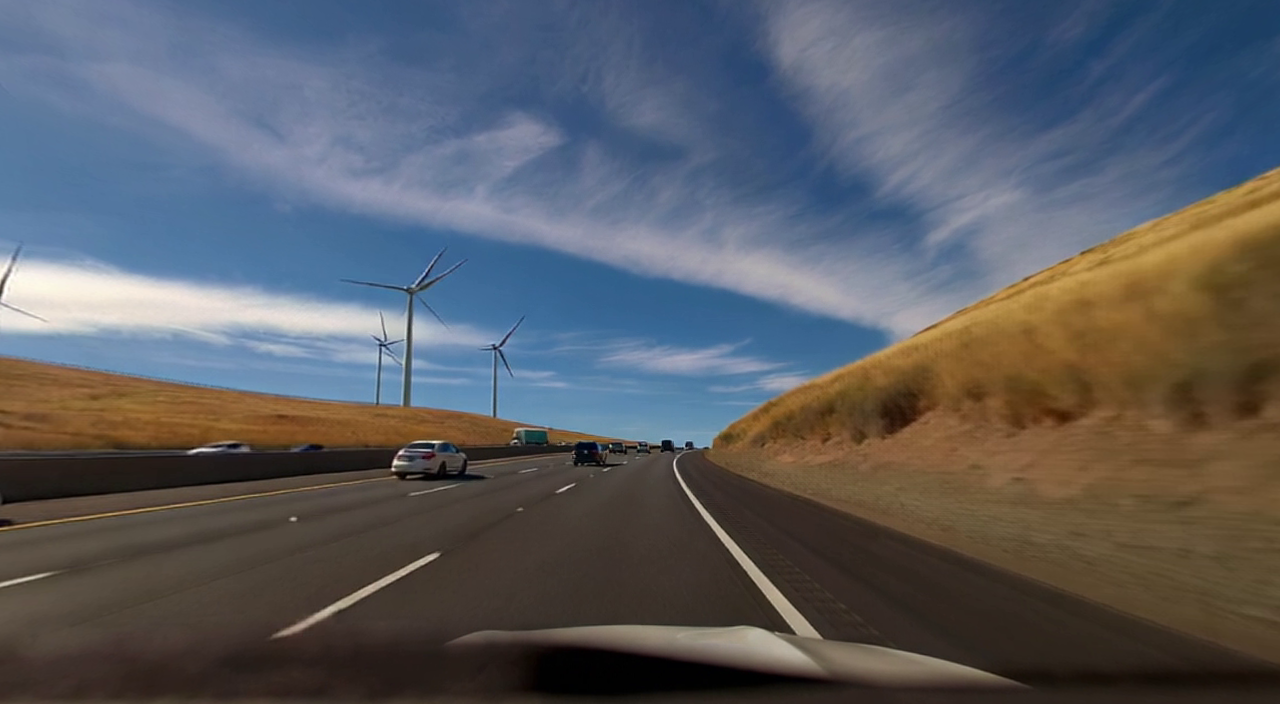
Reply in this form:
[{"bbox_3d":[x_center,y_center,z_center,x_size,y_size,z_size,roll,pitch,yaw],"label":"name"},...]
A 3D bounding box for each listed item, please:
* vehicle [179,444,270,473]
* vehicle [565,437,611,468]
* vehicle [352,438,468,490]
[{"bbox_3d":[-21.208,5.445,32.357,1.993,1.392,3.767,0,-9,2],"label":"vehicle"},{"bbox_3d":[-3.051,6.015,37.865,2.118,1.702,4.355,0,-9,4],"label":"vehicle"},{"bbox_3d":[-7.612,3.743,21.448,2.015,1.537,4.728,0,-9,2],"label":"vehicle"}]
